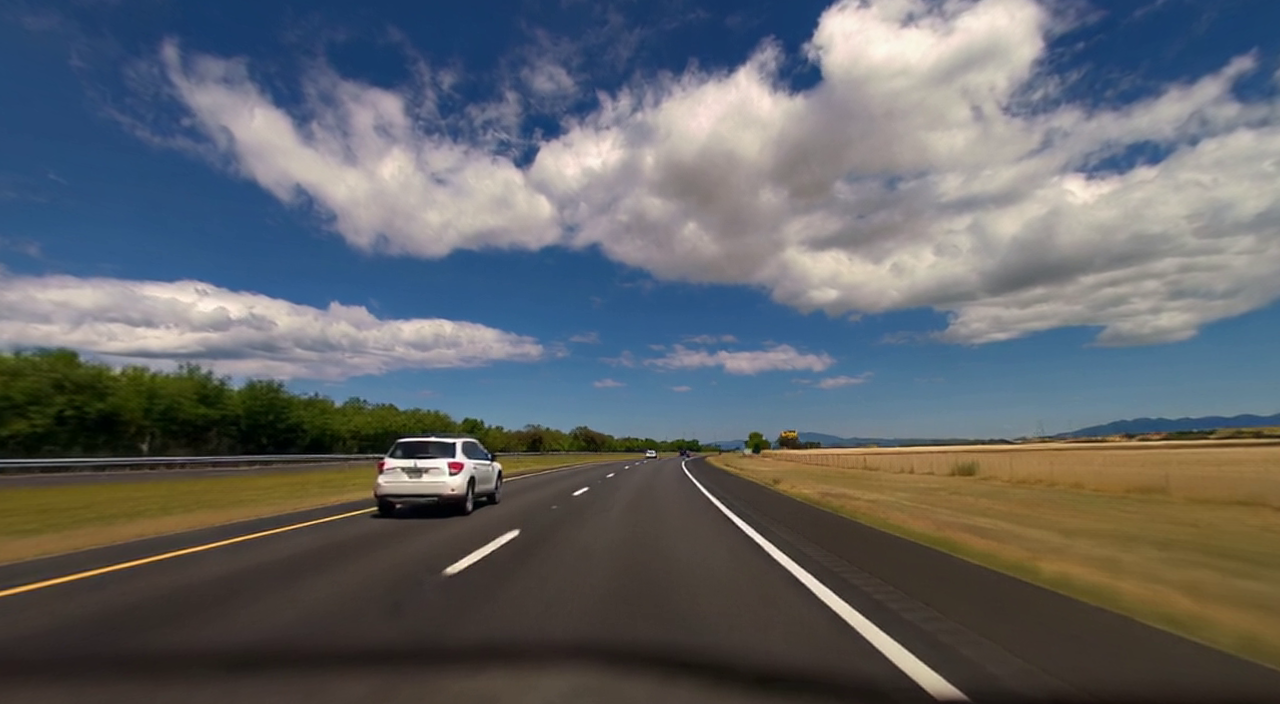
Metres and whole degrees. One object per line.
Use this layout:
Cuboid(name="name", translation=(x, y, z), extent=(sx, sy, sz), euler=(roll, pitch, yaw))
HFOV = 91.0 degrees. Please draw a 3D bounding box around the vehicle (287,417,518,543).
Cuboid(name="vehicle", translation=(-3.849, 2.182, 11.390), extent=(2.193, 1.771, 4.757), euler=(0, -9, 2))
